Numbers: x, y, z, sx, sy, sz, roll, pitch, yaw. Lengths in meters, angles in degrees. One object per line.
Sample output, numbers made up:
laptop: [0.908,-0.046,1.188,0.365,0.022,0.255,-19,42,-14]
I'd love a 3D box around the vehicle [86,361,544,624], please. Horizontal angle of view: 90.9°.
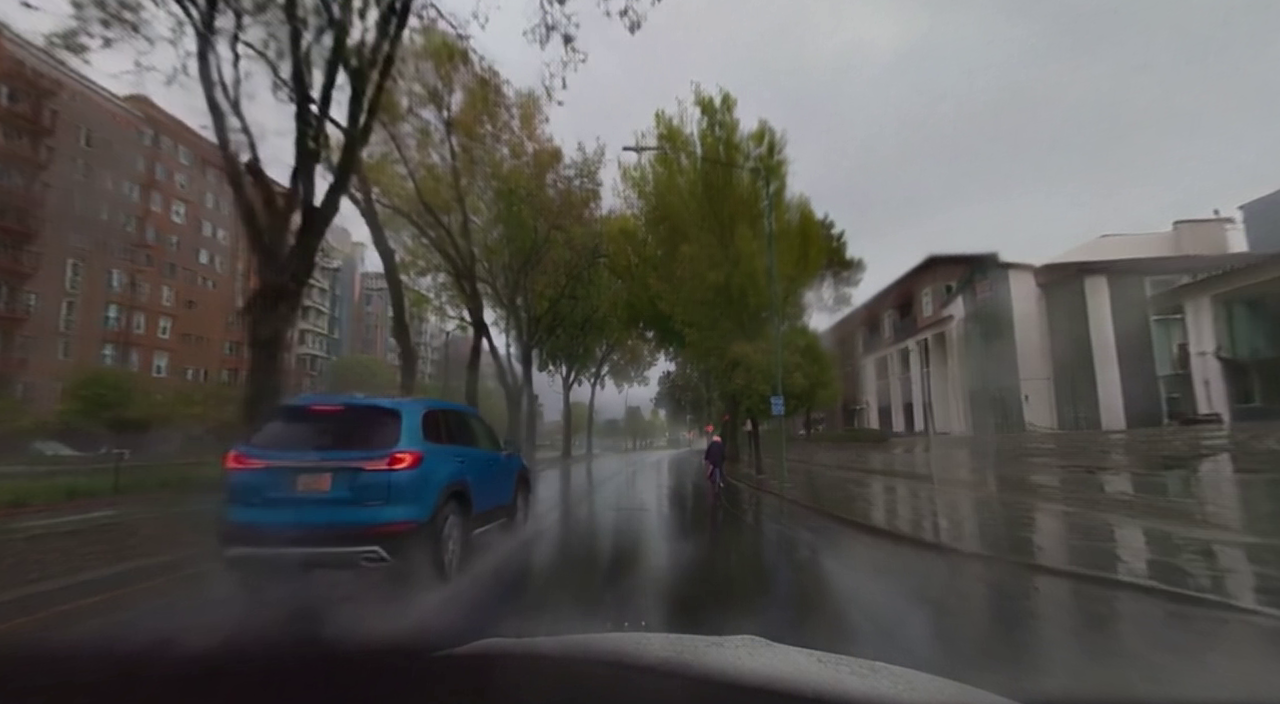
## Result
vehicle: [-2.718,1.377,7.123,2.294,1.859,5.127,-1,-9,2]
